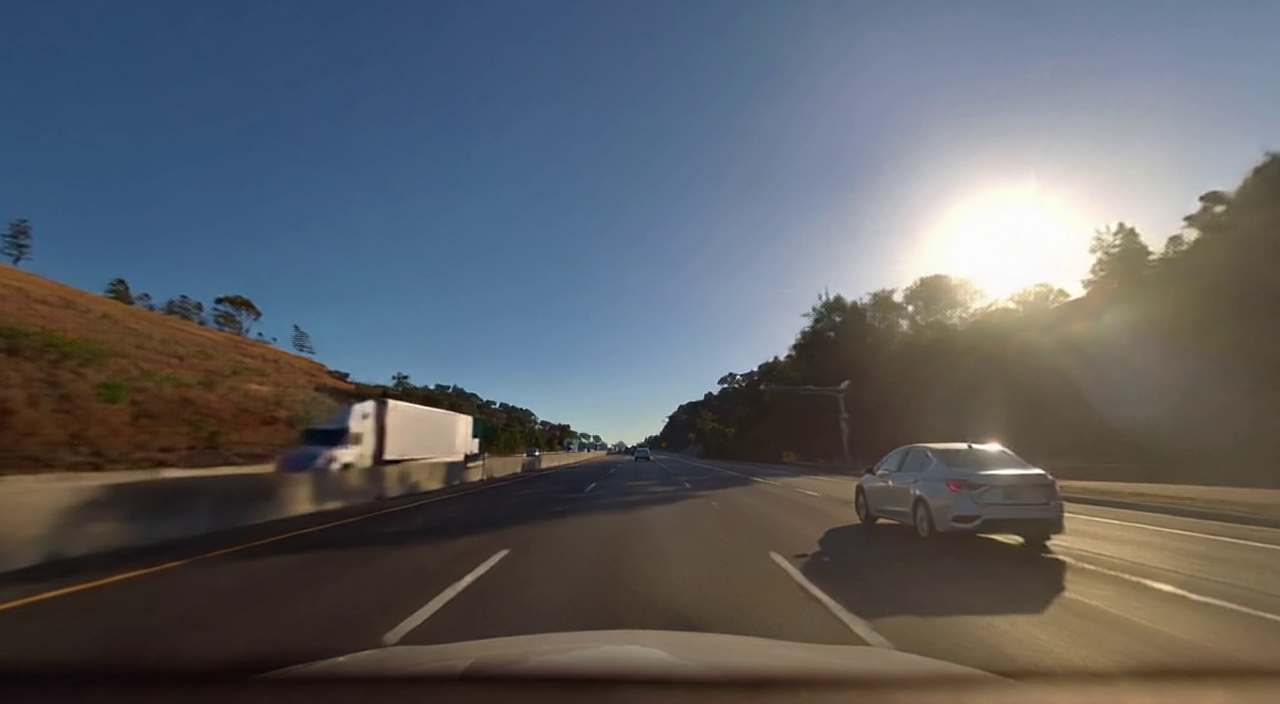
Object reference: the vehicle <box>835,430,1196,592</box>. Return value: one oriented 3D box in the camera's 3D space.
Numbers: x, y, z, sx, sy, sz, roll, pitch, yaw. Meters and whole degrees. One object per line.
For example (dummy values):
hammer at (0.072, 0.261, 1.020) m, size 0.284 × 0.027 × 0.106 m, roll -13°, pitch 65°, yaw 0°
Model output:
vehicle at (4.179, 1.824, 8.063) m, size 1.976 × 1.495 × 4.217 m, roll 0°, pitch -9°, yaw -1°
